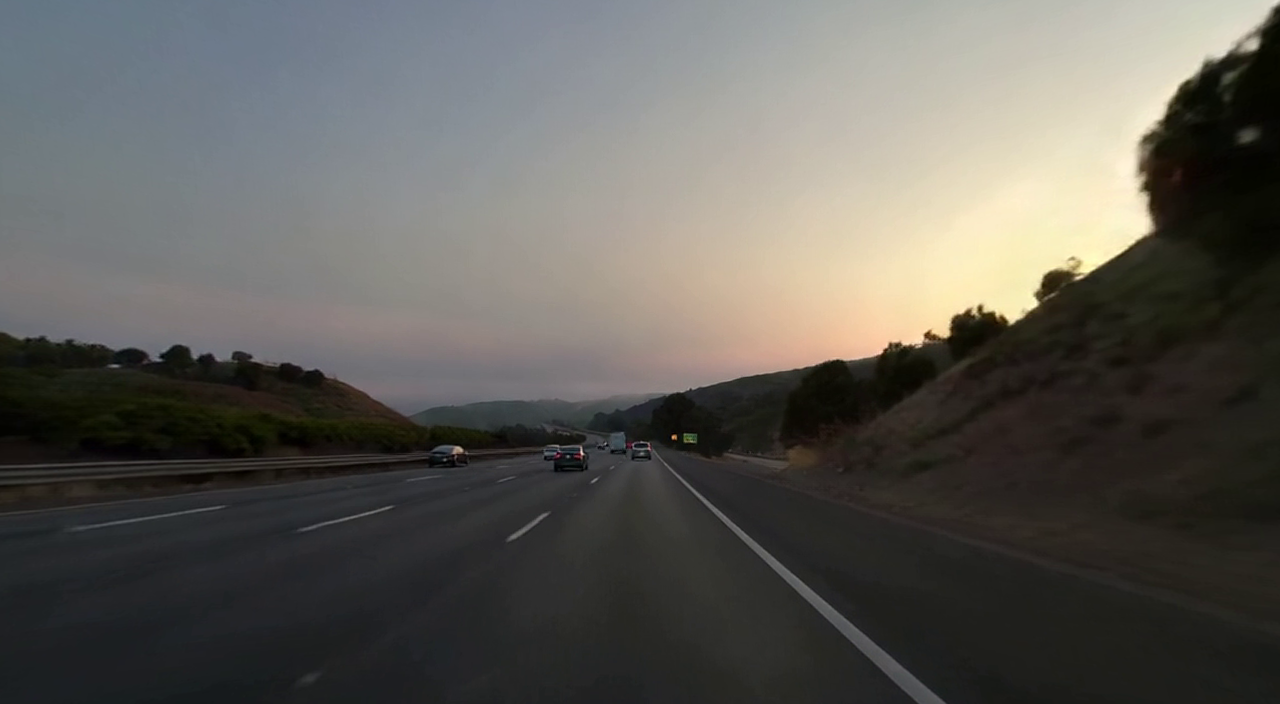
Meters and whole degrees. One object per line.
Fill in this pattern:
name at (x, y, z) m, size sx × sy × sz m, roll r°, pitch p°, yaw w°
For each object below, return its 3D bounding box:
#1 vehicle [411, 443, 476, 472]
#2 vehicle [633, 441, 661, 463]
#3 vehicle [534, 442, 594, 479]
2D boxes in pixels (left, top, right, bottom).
vehicle at (-10.822, 5.844, 35.189) m, size 1.945 × 1.466 × 4.947 m, roll -1°, pitch -8°, yaw 1°
vehicle at (0.555, 7.836, 49.562) m, size 2.138 × 1.674 × 4.044 m, roll 0°, pitch -8°, yaw 0°
vehicle at (-3.387, 4.922, 28.956) m, size 2.080 × 1.505 × 4.649 m, roll -1°, pitch -8°, yaw 1°
